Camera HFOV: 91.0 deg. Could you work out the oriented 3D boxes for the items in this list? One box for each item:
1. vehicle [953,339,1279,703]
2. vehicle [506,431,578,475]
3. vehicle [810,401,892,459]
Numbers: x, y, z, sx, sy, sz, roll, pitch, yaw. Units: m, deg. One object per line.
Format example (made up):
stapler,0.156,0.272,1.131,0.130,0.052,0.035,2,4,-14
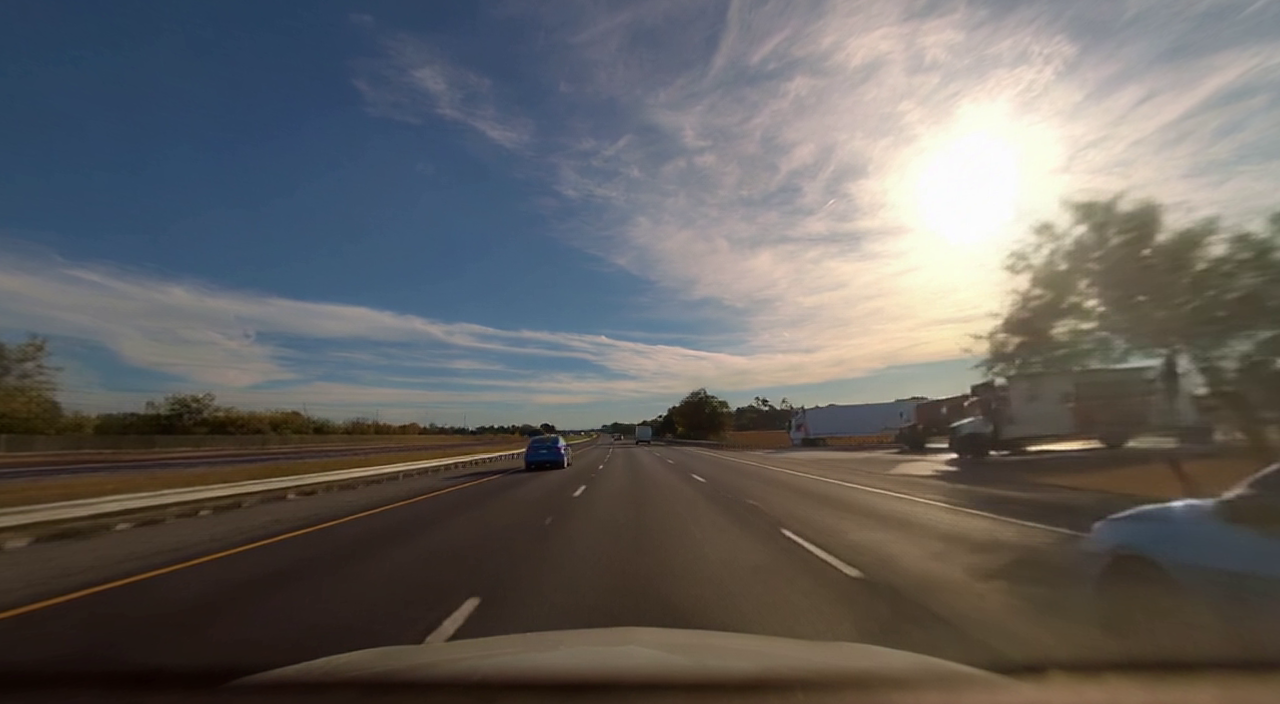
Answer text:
vehicle,3.329,0.779,2.094,2.349,1.651,4.161,0,-8,-1
vehicle,-3.814,4.019,25.296,2.206,1.604,4.374,0,-8,0
vehicle,16.442,6.020,49.681,2.909,4.017,8.582,4,-6,-4
